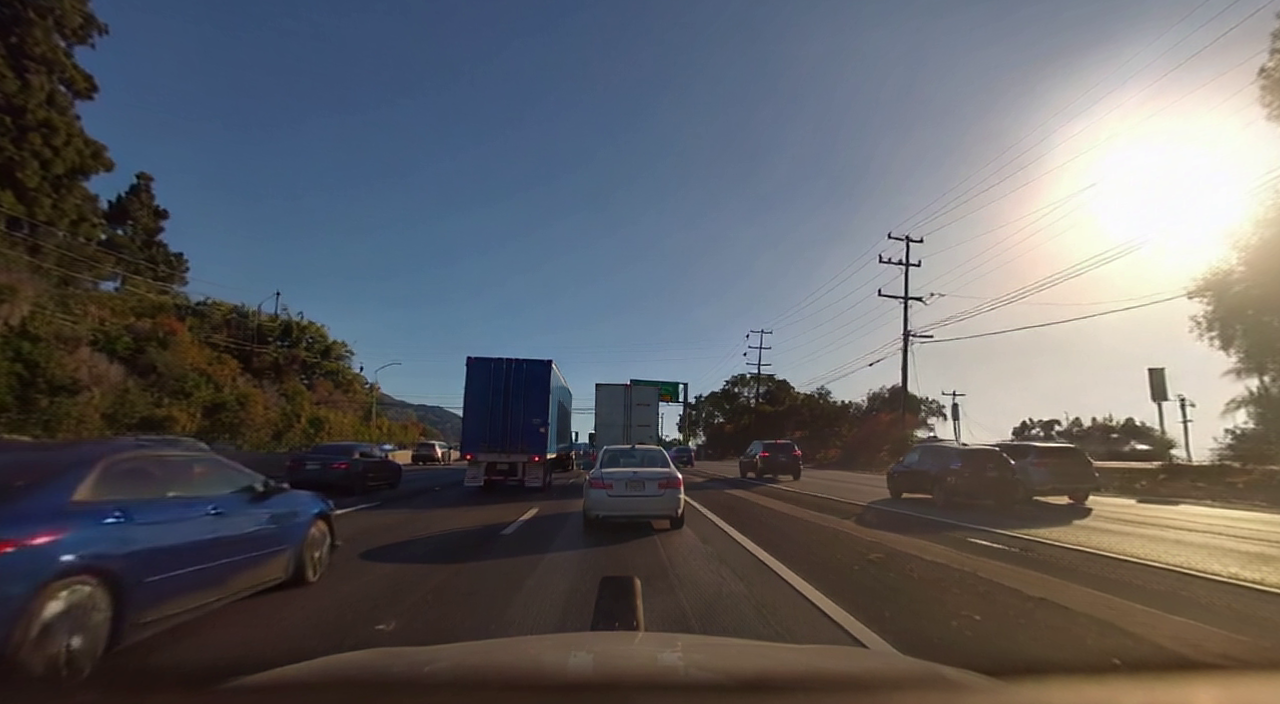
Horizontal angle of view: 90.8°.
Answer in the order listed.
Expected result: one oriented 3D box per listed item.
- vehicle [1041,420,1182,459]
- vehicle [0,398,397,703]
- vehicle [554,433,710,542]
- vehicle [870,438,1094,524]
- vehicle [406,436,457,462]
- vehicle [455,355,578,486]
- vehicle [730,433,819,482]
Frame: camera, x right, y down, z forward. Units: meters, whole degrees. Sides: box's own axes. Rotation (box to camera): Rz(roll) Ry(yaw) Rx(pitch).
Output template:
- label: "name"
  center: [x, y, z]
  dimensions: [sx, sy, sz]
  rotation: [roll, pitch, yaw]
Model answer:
- label: "vehicle"
  center: [25.208, 4.778, 34.192]
  dimensions: [2.321, 1.880, 6.188]
  rotation: [1, -9, -7]
- label: "vehicle"
  center: [-3.717, 1.219, 4.498]
  dimensions: [2.090, 1.463, 4.968]
  rotation: [0, -9, -1]
- label: "vehicle"
  center: [-0.208, 2.144, 10.636]
  dimensions: [2.112, 1.463, 4.012]
  rotation: [0, -9, -3]
- label: "vehicle"
  center: [6.530, 2.485, 12.733]
  dimensions: [1.878, 1.406, 4.164]
  rotation: [1, -9, -6]
- label: "vehicle"
  center: [-14.146, 6.620, 43.113]
  dimensions: [2.148, 1.678, 4.851]
  rotation: [1, -9, -4]
- label: "vehicle"
  center: [-4.938, 3.606, 29.845]
  dimensions: [3.150, 4.298, 17.928]
  rotation: [1, -9, -3]
- label: "vehicle"
  center: [4.912, 3.925, 23.730]
  dimensions: [2.023, 1.676, 4.002]
  rotation: [1, -9, -7]
